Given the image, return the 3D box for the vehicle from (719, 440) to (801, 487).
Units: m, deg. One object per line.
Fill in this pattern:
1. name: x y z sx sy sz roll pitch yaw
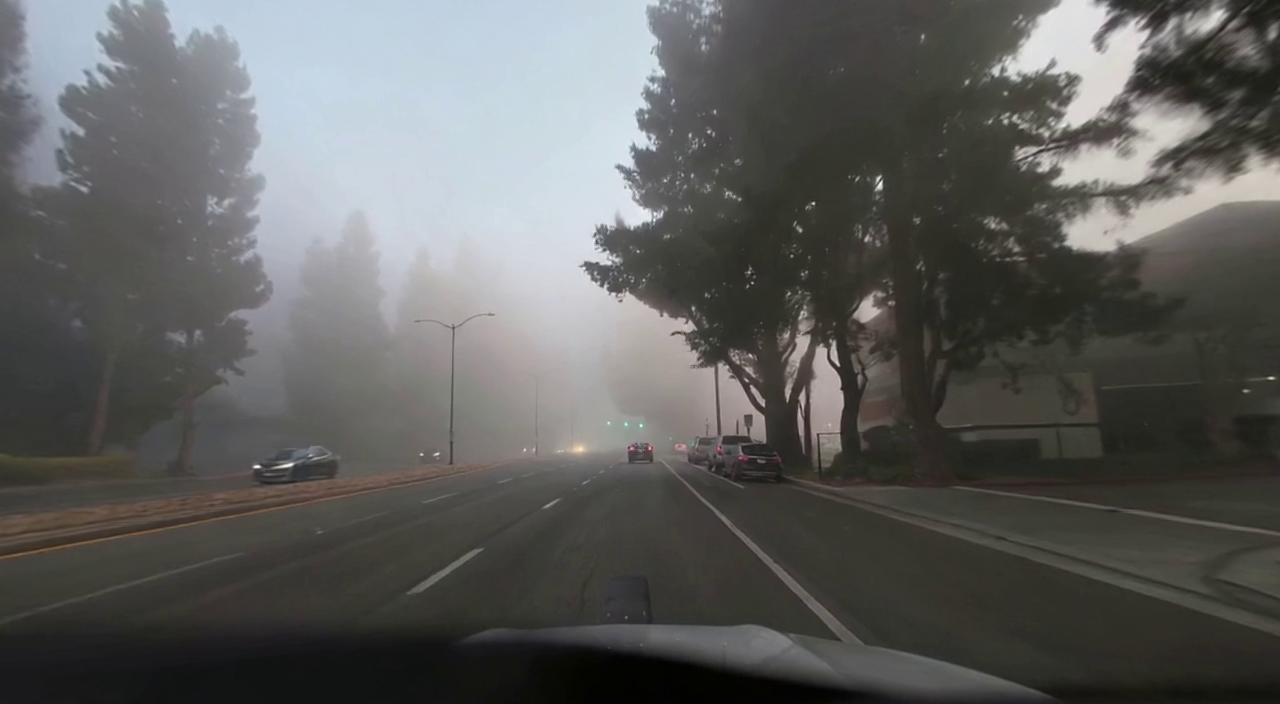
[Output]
1. vehicle: 4.240 4.018 23.113 2.035 1.500 4.912 0 -8 0

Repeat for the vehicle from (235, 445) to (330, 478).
1. vehicle: -17.833 5.458 31.731 1.932 1.516 4.738 -1 -8 1

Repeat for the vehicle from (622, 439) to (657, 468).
1. vehicle: -0.022 6.521 40.842 2.169 1.751 4.276 0 -8 1
